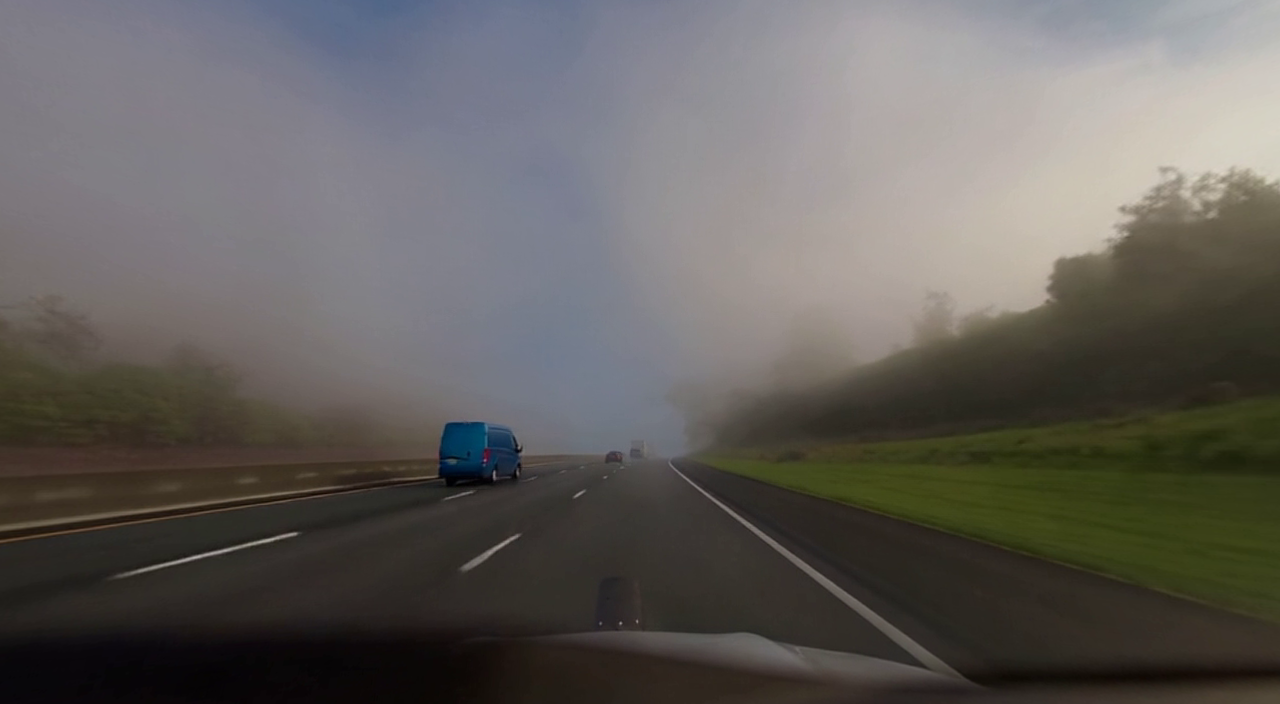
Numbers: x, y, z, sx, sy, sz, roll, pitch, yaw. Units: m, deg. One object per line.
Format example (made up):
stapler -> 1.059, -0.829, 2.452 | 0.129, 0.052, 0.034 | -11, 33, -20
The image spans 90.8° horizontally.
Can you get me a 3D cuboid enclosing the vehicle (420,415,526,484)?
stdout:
vehicle -> -6.533, 3.970, 25.696 | 2.449, 2.471, 6.130 | 0, -9, 2
